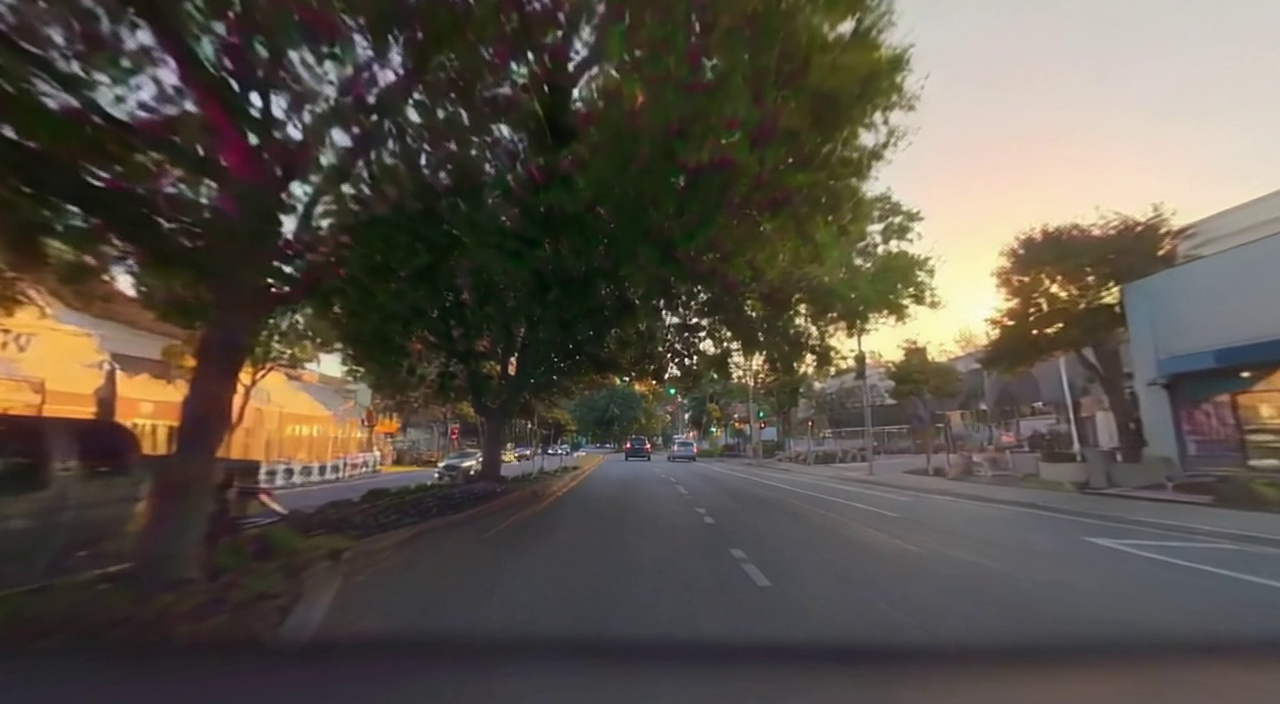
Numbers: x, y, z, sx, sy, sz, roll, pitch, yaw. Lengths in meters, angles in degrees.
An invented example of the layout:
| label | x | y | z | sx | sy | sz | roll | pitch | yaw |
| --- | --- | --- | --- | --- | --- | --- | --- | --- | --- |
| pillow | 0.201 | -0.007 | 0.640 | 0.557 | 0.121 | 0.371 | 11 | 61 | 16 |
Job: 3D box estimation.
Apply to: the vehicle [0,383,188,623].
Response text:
| label | x | y | z | sx | sy | sz | roll | pitch | yaw |
| --- | --- | --- | --- | --- | --- | --- | --- | --- | --- |
| vehicle | -5.979 | 1.249 | 5.326 | 2.058 | 1.751 | 4.502 | 0 | -8 | -16 |

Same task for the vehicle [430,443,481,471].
| label | x | y | z | sx | sy | sz | roll | pitch | yaw |
| --- | --- | --- | --- | --- | --- | --- | --- | --- | --- |
| vehicle | -12.629 | 7.190 | 43.524 | 2.078 | 1.740 | 4.703 | 0 | -9 | 0 |

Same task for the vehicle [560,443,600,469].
| label | x | y | z | sx | sy | sz | roll | pitch | yaw |
| --- | --- | --- | --- | --- | --- | --- | --- | --- | --- |
| vehicle | -3.614 | 6.359 | 38.750 | 1.962 | 1.484 | 4.351 | 0 | -8 | 1 |

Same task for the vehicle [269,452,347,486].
| label | x | y | z | sx | sy | sz | roll | pitch | yaw |
| --- | --- | --- | --- | --- | --- | --- | --- | --- | --- |
| vehicle | -16.497 | 5.807 | 31.607 | 1.725 | 1.500 | 3.875 | -1 | -8 | 2 |

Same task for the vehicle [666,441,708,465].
| label | x | y | z | sx | sy | sz | roll | pitch | yaw |
| --- | --- | --- | --- | --- | --- | --- | --- | --- | --- |
| vehicle | 3.444 | 7.543 | 47.394 | 2.427 | 1.665 | 5.593 | 0 | -9 | -3 |

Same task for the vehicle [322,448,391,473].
| label | x | y | z | sx | sy | sz | roll | pitch | yaw |
| --- | --- | --- | --- | --- | --- | --- | --- | --- | --- |
| vehicle | -21.587 | 8.276 | 48.192 | 4.291 | 1.687 | 1.949 | -2 | -8 | 3 |
